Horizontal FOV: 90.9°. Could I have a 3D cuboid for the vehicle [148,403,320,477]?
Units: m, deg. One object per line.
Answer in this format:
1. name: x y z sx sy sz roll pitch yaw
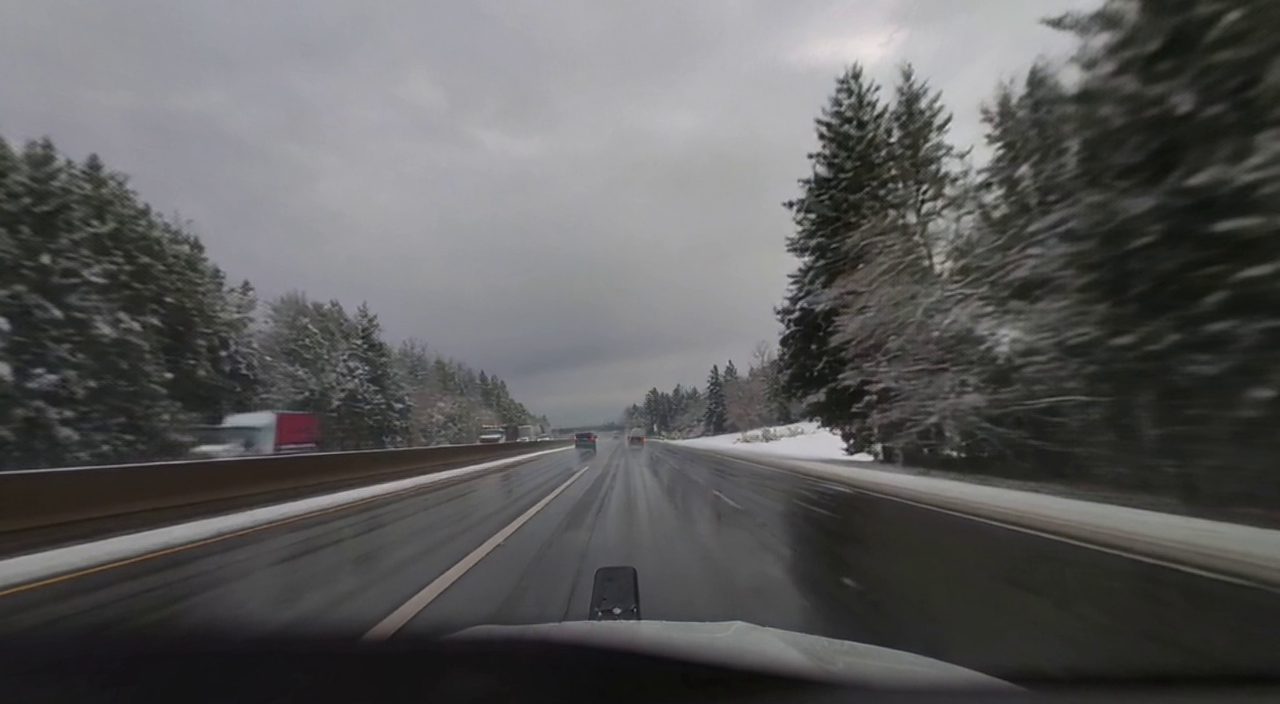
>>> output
1. vehicle: -16.989 3.776 27.154 2.576 2.747 7.278 0 -8 -1
